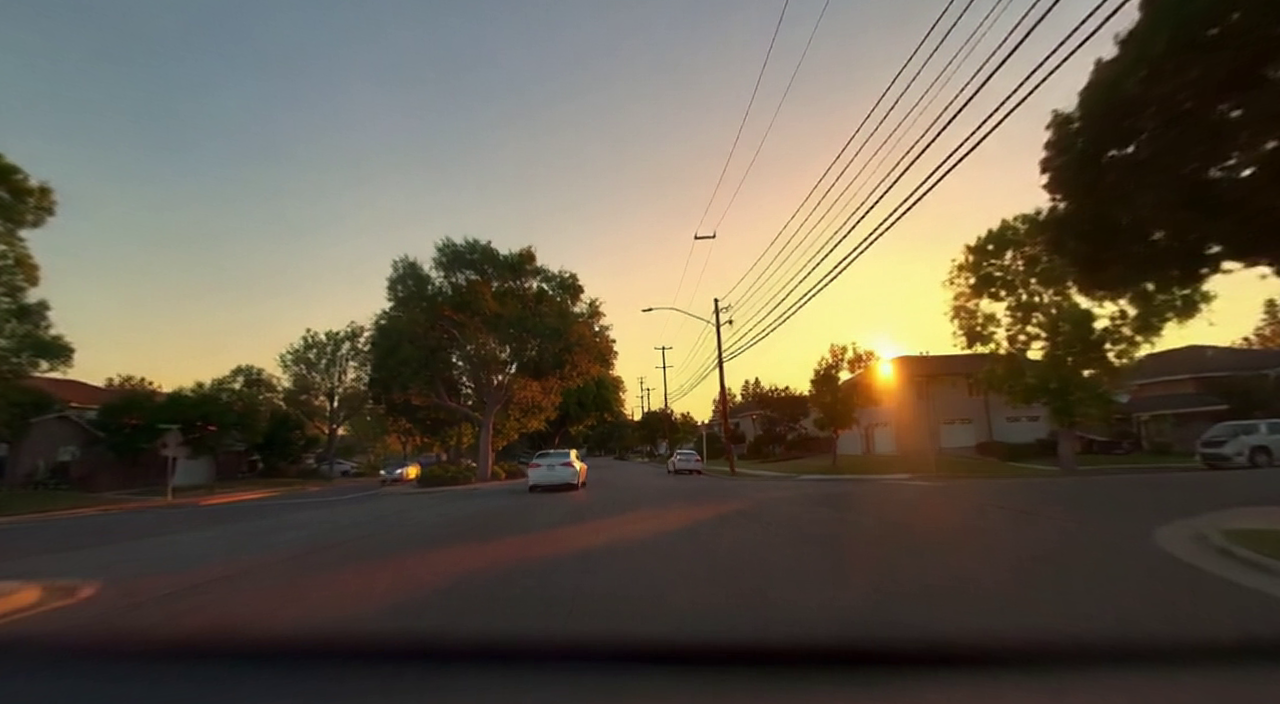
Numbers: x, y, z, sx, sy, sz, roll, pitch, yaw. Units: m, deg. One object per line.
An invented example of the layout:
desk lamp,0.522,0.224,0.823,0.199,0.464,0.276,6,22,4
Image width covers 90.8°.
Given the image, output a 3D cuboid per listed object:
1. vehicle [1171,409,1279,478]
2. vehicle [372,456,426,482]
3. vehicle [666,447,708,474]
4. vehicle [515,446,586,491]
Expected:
vehicle,23.976,3.250,23.493,6.003,2.088,2.658,-5,-7,-2
vehicle,-16.132,7.818,42.482,2.143,1.524,4.408,0,-9,-4
vehicle,2.760,6.546,38.335,2.074,1.450,4.621,0,-9,-2
vehicle,-3.219,4.298,23.670,2.041,1.471,4.602,0,-9,-1
